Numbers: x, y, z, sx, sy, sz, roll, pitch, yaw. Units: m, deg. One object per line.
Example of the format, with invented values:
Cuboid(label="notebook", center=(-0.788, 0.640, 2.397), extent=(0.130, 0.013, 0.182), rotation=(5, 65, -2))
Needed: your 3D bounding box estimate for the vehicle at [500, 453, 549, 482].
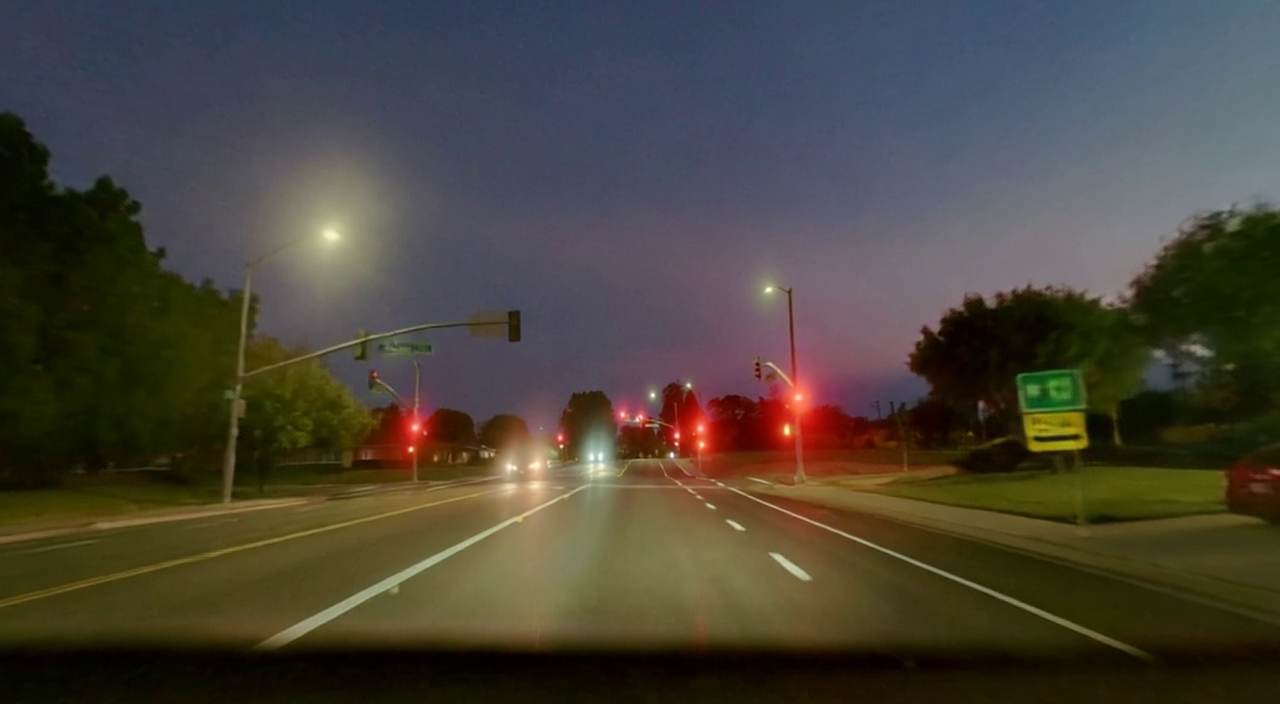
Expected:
Cuboid(label="vehicle", center=(-7.623, 7.646, 42.236), extent=(2.262, 1.761, 4.966), rotation=(0, -9, 1))

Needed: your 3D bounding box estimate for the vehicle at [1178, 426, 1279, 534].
Cuboid(label="vehicle", center=(11.037, 1.860, 9.326), extent=(4.261, 1.486, 2.023), rotation=(0, -9, 0))
